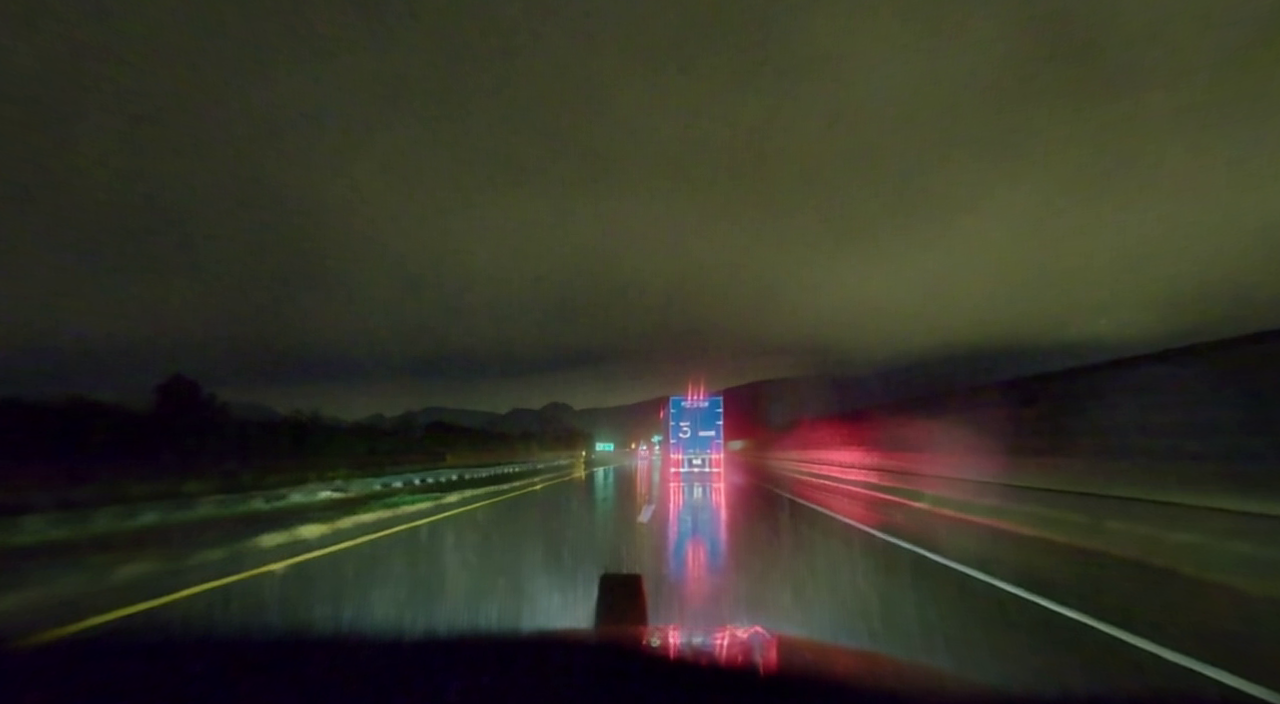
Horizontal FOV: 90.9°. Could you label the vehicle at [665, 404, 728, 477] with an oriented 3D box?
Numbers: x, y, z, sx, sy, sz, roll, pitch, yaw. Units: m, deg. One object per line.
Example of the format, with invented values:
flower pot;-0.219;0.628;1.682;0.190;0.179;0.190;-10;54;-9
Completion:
vehicle;3.144;5.350;37.660;3.107;3.718;10.231;1;-9;2
